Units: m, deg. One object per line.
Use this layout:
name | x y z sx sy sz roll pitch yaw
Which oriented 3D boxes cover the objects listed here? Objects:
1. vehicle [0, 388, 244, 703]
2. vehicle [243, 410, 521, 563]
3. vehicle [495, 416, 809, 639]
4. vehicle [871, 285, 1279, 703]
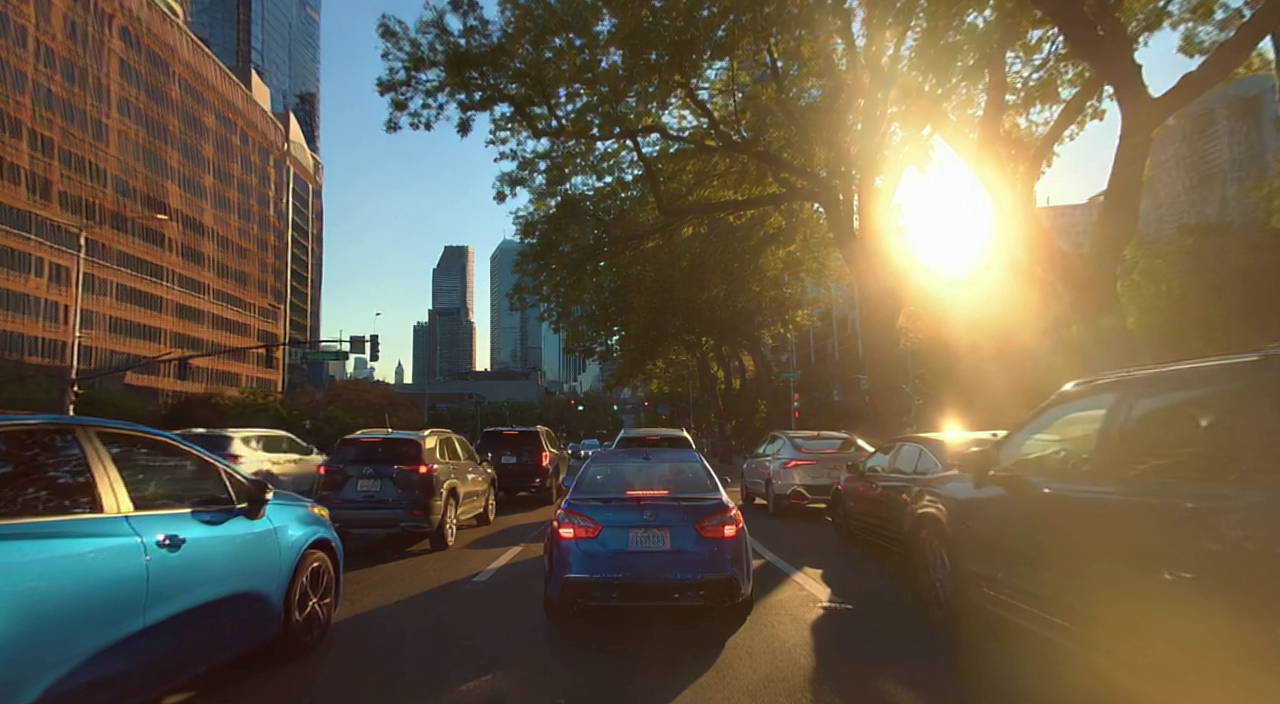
vehicle | -3.399 0.742 1.237 2.144 1.505 4.635 -1 -8 1
vehicle | -3.370 1.869 9.498 2.168 1.719 4.561 -1 -9 1
vehicle | 0.079 1.508 6.382 2.147 1.507 3.953 0 -8 0
vehicle | 3.049 0.862 3.124 2.108 1.785 4.334 0 -9 0
